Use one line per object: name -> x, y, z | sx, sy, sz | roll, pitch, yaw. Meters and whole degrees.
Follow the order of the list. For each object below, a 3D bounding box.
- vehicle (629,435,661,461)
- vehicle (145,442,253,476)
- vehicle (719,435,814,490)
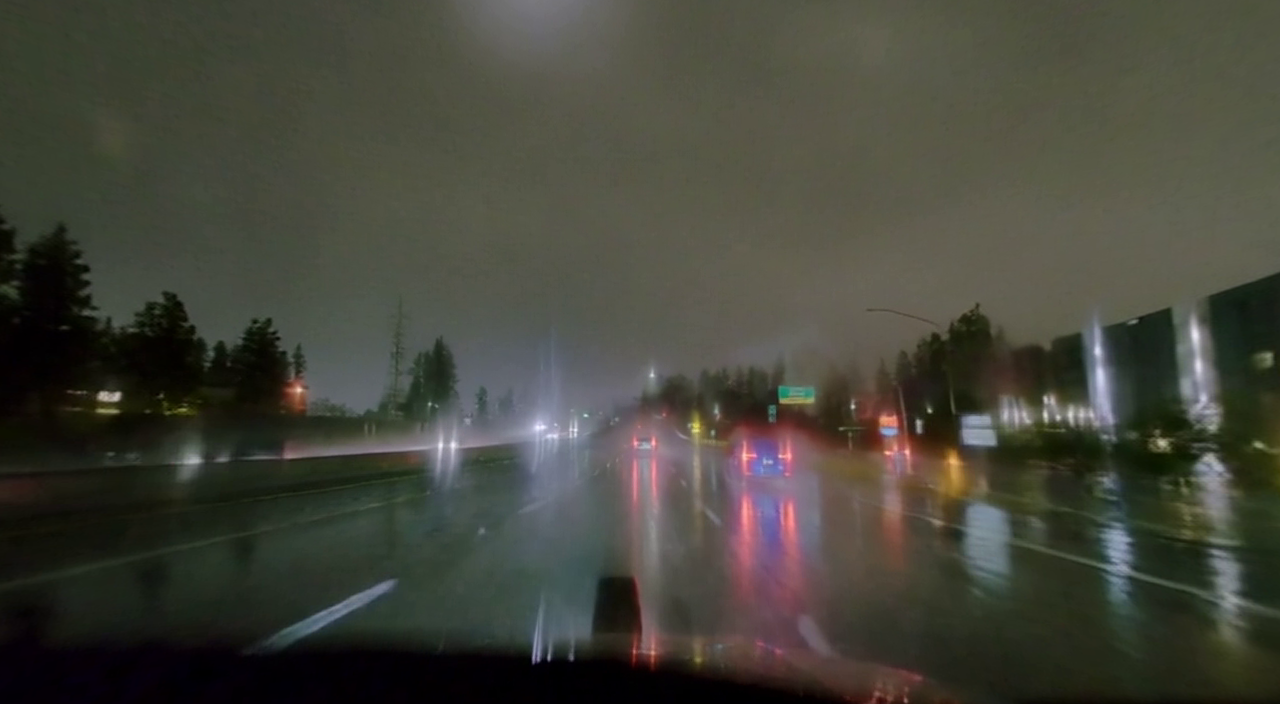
vehicle -> 0.367, 6.690, 44.193 | 2.127, 1.692, 4.382 | 0, -9, 1
vehicle -> -21.176, 5.133, 30.608 | 1.985, 1.534, 4.396 | 0, -9, 1
vehicle -> 3.826, 3.443, 19.982 | 2.029, 1.528, 4.644 | 0, -9, 0
